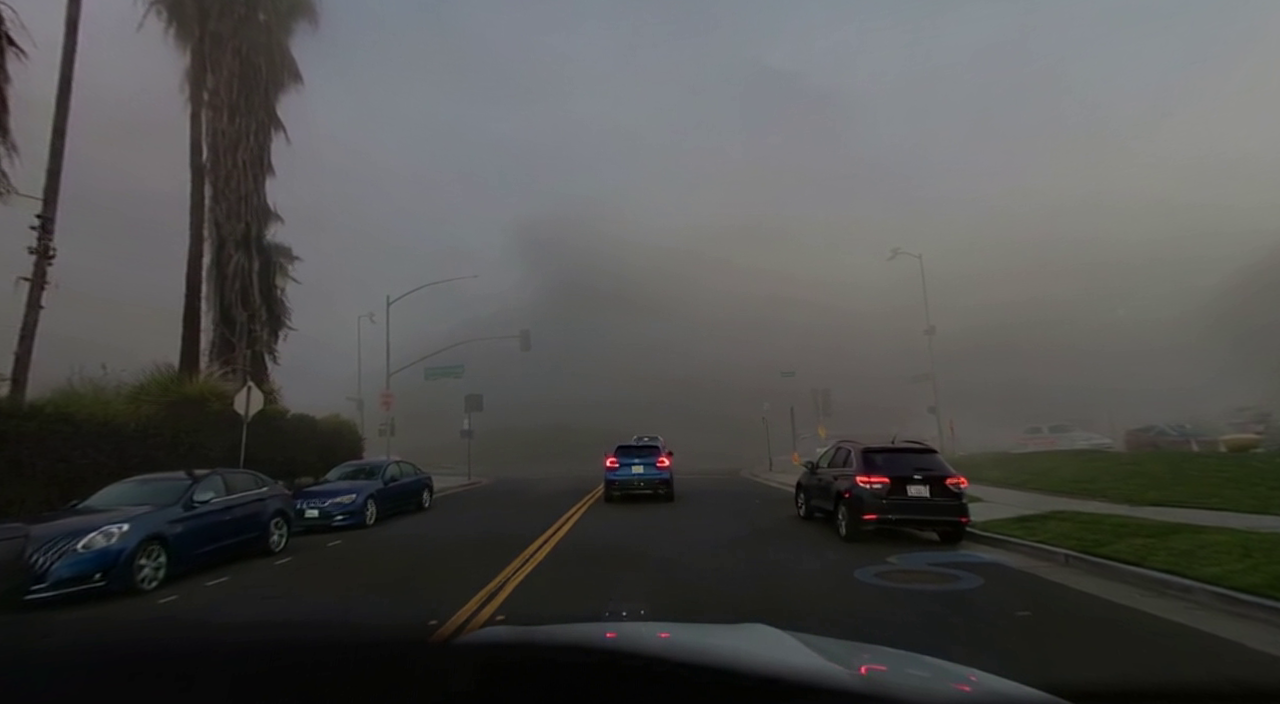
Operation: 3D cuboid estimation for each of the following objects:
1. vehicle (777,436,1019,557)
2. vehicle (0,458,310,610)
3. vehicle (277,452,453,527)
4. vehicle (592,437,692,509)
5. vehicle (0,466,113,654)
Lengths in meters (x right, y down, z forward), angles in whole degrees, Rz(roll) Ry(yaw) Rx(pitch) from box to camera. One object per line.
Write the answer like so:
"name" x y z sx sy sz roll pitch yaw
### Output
"vehicle" 3.550 2.043 9.739 1.821 1.417 4.454 0 -8 0
"vehicle" -6.453 2.243 8.617 1.775 1.479 3.879 0 -8 0
"vehicle" -6.376 3.207 15.392 2.105 1.469 4.693 0 -8 1
"vehicle" 0.044 2.802 15.099 2.060 1.452 4.078 0 -8 0
"vehicle" -6.179 1.543 3.946 1.850 1.482 4.454 0 -8 1
